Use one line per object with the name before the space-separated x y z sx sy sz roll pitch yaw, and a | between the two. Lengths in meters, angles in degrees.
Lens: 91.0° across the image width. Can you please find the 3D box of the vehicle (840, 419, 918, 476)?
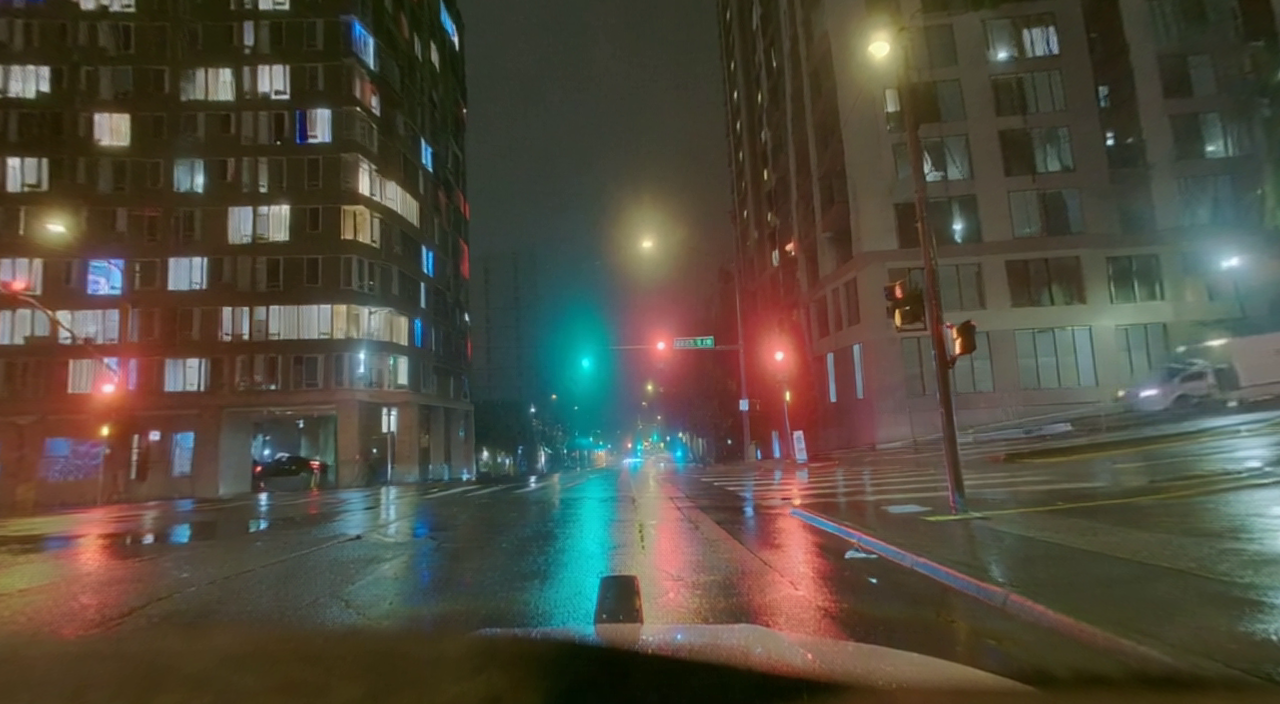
vehicle | 14.085 5.710 37.687 2.948 3.071 7.295 -2 -9 10

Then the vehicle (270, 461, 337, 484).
vehicle | -24.683 8.842 46.284 3.882 1.600 1.768 0 -9 2
